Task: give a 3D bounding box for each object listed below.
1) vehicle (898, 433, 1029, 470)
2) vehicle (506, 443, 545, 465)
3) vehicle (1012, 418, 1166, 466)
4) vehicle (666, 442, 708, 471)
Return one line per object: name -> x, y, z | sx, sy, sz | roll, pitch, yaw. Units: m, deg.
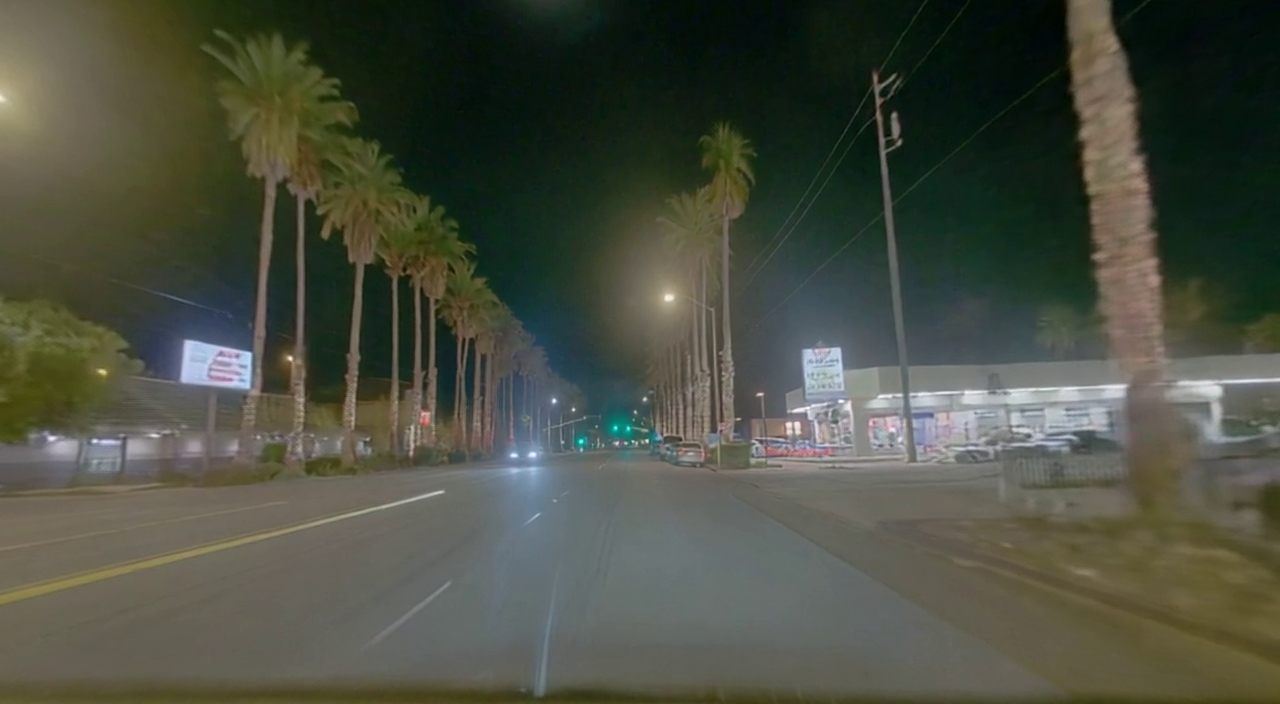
vehicle -> 14.524, 4.484, 28.575 | 4.793, 1.537, 2.105 | 1, -8, -1
vehicle -> -8.064, 7.224, 44.731 | 1.923, 1.485, 4.186 | 0, -9, 1
vehicle -> 20.162, 4.072, 28.582 | 5.214, 2.017, 2.220 | 0, -8, 0
vehicle -> 2.681, 6.097, 37.084 | 2.046, 1.588, 4.508 | 0, -9, 0
